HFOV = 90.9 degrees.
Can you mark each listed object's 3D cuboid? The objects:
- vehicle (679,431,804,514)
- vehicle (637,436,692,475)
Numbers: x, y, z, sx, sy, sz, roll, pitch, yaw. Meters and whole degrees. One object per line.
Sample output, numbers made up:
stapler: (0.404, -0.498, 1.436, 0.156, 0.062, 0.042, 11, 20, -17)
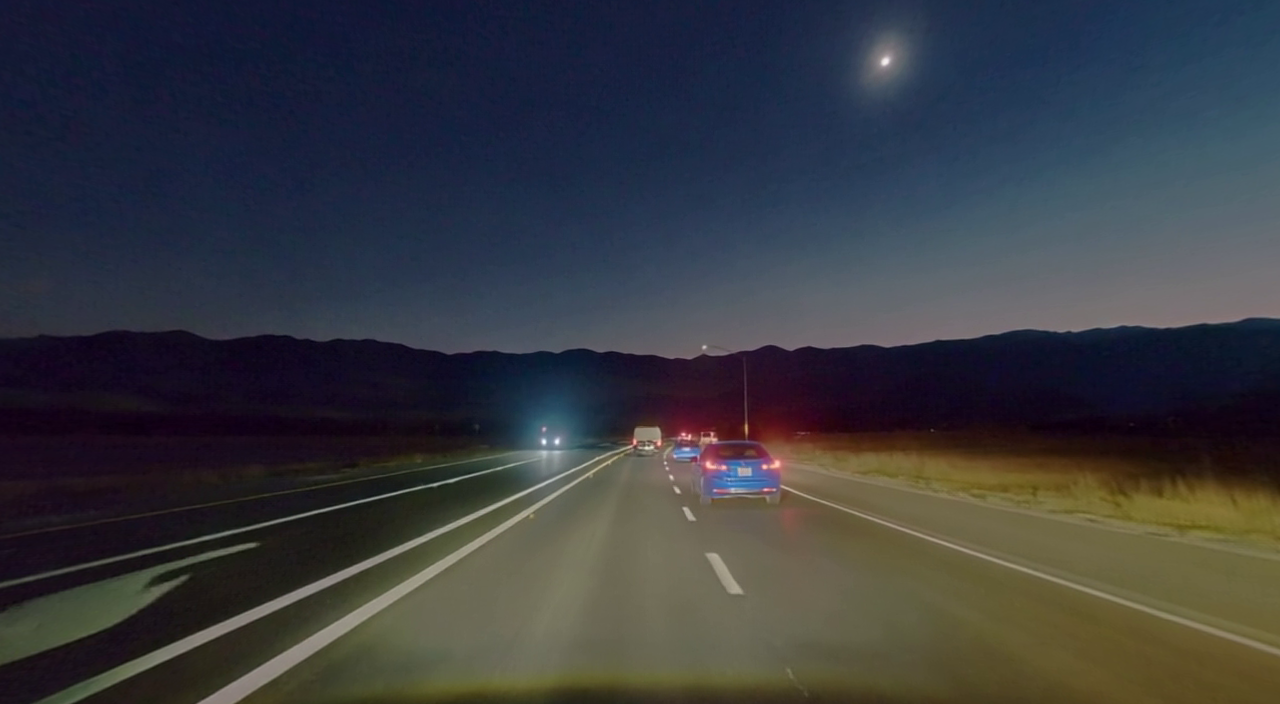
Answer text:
vehicle: (2.035, 2.562, 13.898, 2.007, 1.534, 3.976, 0, -8, -1)
vehicle: (0.972, 4.469, 27.458, 2.026, 1.531, 4.273, 0, -8, -2)
